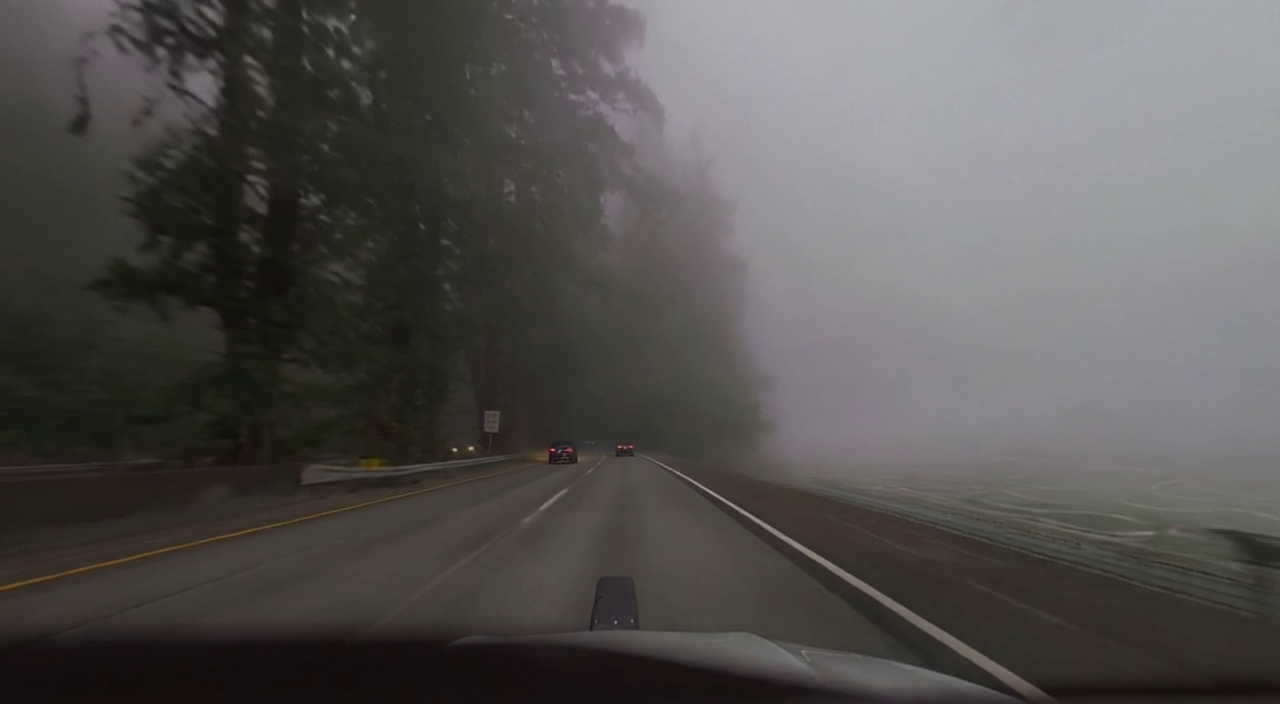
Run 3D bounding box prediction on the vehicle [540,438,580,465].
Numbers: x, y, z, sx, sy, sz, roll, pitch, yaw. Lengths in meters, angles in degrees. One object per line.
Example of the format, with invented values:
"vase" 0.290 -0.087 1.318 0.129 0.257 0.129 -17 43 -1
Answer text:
"vehicle" -5.075 6.366 40.489 2.111 1.645 4.382 0 -8 -1
